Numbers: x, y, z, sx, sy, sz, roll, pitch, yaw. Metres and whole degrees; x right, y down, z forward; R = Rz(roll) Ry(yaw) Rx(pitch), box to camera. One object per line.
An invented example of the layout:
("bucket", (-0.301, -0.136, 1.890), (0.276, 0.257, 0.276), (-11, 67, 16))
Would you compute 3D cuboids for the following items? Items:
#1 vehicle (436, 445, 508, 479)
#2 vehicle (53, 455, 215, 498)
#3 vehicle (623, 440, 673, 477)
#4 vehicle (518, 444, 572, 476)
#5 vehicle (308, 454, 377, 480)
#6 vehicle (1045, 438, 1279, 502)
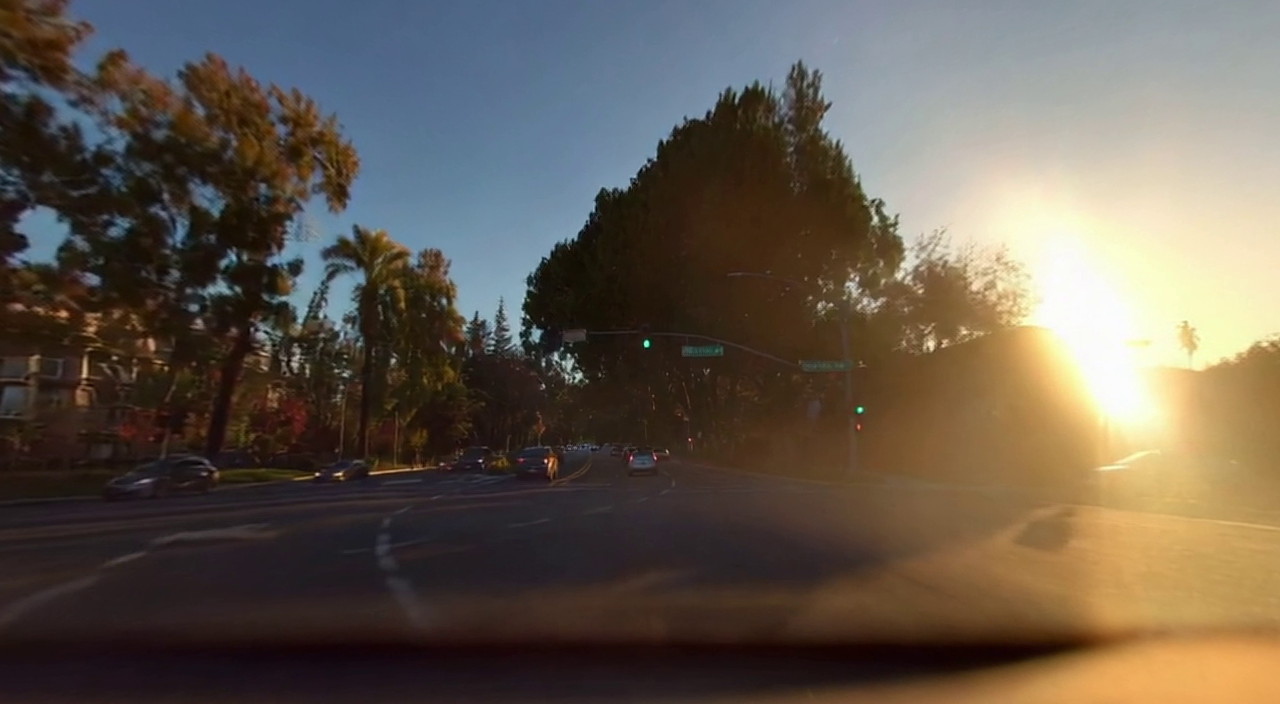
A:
("vehicle", (-7.809, 5.164, 29.762), (2.154, 1.499, 4.461), (0, -9, 0))
("vehicle", (-20.704, 5.085, 26.102), (2.164, 1.556, 4.678), (-3, -10, 18))
("vehicle", (0.397, 5.510, 32.752), (2.437, 1.737, 4.420), (0, -9, 0))
("vehicle", (-4.753, 5.485, 32.199), (1.994, 1.494, 4.599), (0, -9, 1))
("vehicle", (-18.241, 7.030, 38.917), (1.915, 1.477, 4.411), (0, -9, 3))
("vehicle", (15.014, 3.388, 18.379), (4.732, 1.713, 2.257), (0, -9, 4))
